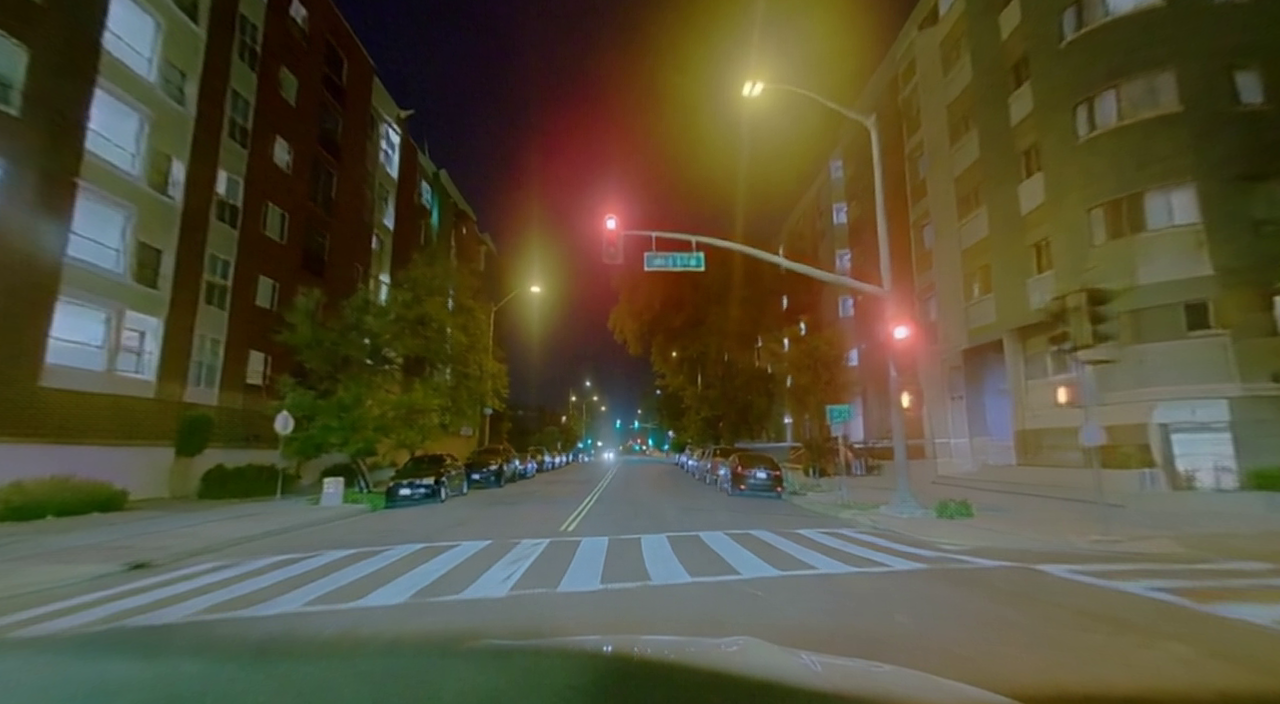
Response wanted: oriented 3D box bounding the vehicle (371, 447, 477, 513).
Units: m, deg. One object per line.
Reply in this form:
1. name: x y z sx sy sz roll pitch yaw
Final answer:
1. vehicle: -6.606 3.886 19.833 1.763 1.612 4.462 -6 -8 -1

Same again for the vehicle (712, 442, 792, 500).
1. vehicle: 3.671 3.966 21.599 1.924 1.657 4.665 1 -8 1

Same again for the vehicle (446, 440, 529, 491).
1. vehicle: -6.346 4.737 26.854 2.175 1.849 4.725 -3 -8 2
